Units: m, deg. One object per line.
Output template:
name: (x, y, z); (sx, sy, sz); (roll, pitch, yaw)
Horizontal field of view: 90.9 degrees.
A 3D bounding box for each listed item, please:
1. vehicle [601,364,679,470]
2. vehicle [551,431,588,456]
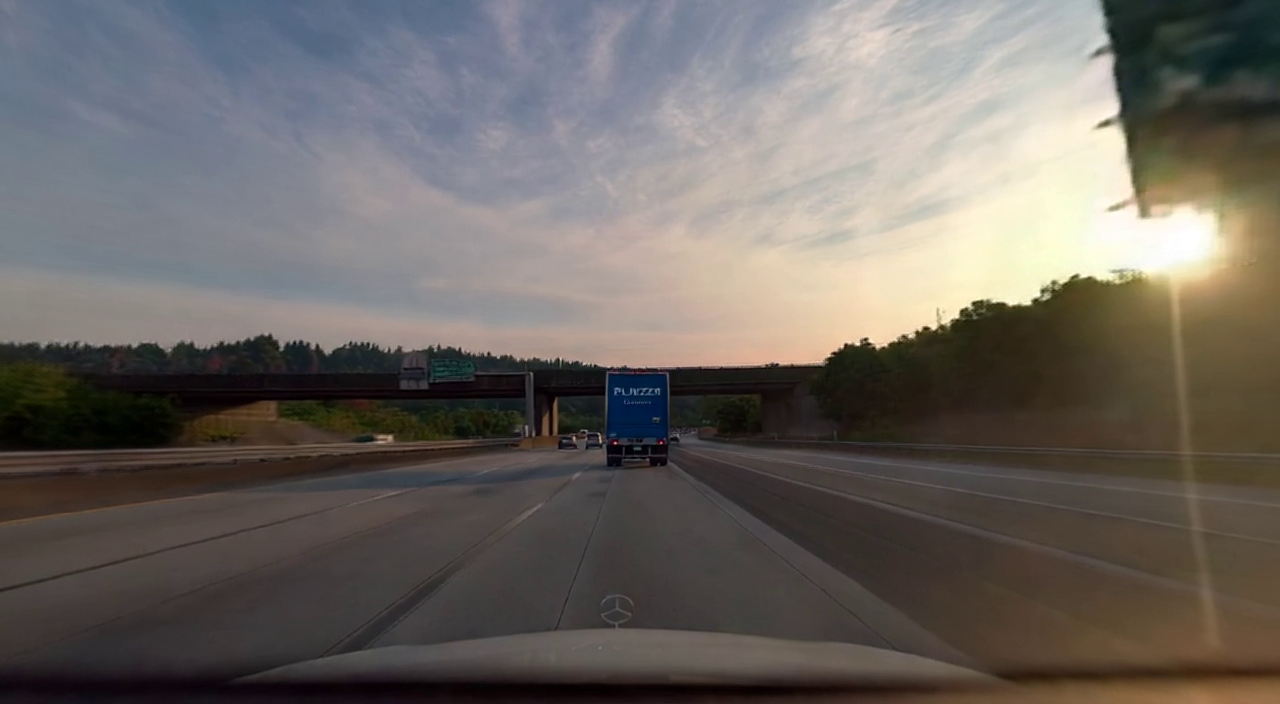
vehicle: (-0.140, 3.212, 29.561); (2.926, 3.959, 11.818); (0, -8, -1)
vehicle: (-5.060, 6.670, 45.903); (2.198, 1.712, 4.655); (0, -8, -1)
